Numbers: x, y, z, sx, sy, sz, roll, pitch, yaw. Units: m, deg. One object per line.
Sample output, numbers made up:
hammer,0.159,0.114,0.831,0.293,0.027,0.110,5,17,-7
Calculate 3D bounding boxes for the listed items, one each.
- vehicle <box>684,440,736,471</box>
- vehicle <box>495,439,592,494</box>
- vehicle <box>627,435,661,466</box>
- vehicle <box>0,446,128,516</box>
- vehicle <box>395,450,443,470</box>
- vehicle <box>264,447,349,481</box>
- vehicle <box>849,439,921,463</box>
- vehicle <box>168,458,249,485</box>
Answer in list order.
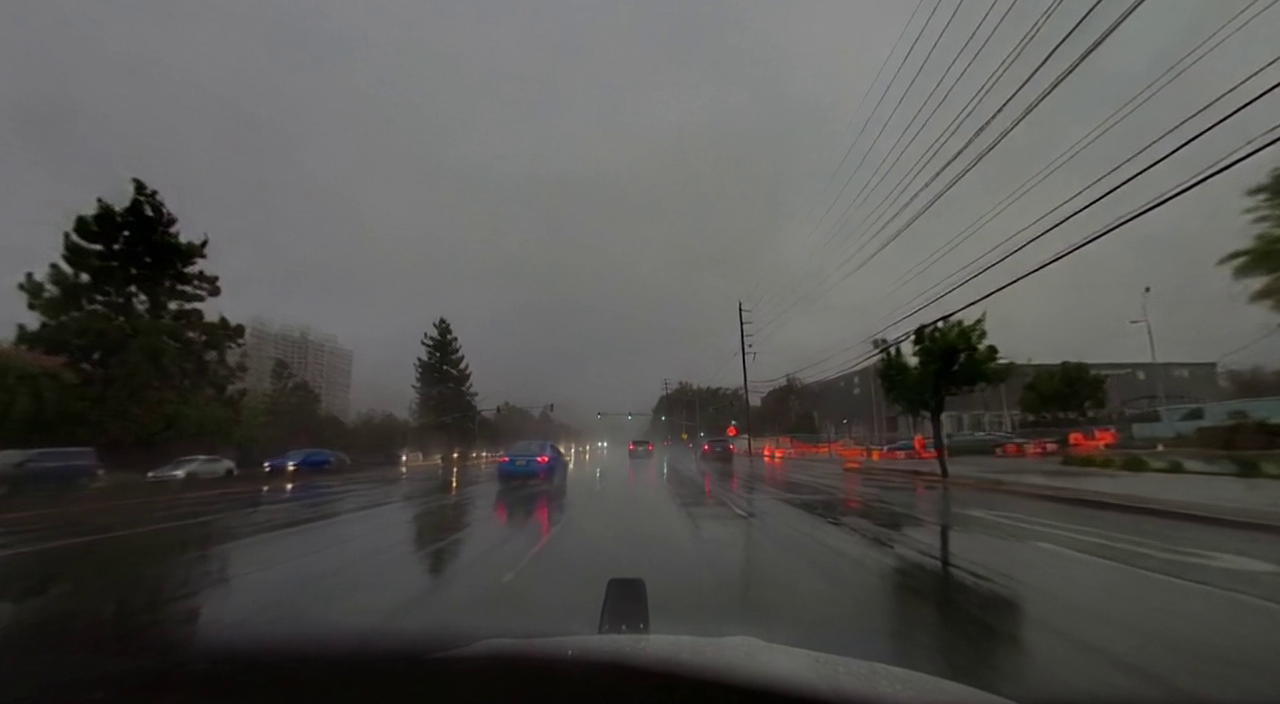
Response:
vehicle,3.535,5.338,32.777,2.142,1.475,4.565,0,-8,0
vehicle,-2.801,3.461,19.483,2.087,1.480,4.825,0,-9,2
vehicle,0.317,6.300,40.506,2.060,1.845,4.151,0,-8,1
vehicle,-16.955,3.444,17.272,2.025,1.712,4.578,0,-8,0
vehicle,-17.037,8.350,48.922,1.924,1.446,4.625,0,-8,2
vehicle,-17.540,5.889,33.434,2.036,1.649,4.493,0,-8,0
vehicle,16.353,6.586,42.107,4.677,1.466,1.928,5,-10,-31
vehicle,-26.746,7.397,39.265,1.840,1.469,4.546,0,-8,-1
